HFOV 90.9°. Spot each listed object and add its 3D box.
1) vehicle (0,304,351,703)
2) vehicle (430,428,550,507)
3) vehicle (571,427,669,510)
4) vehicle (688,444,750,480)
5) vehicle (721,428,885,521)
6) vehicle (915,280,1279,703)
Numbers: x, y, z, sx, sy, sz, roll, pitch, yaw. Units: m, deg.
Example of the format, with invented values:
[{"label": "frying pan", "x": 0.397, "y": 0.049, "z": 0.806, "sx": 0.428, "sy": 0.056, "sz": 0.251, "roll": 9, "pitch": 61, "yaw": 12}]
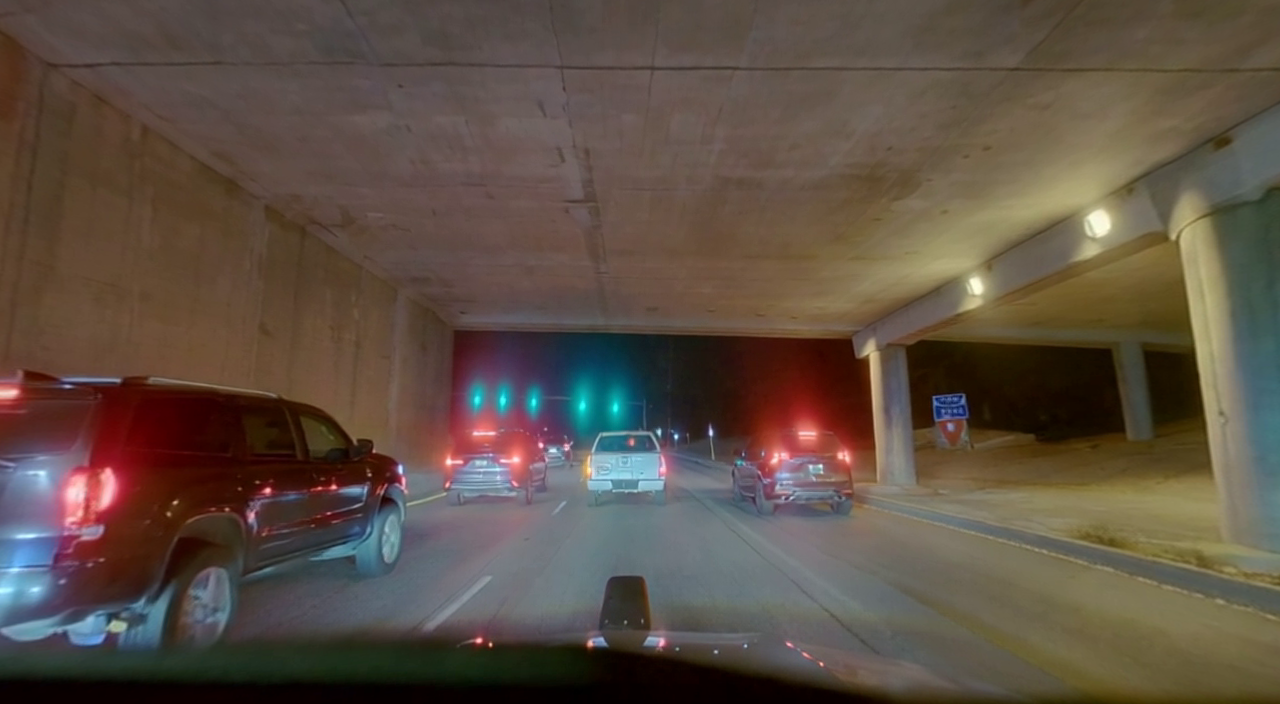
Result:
[{"label": "vehicle", "x": -3.461, "y": 0.808, "z": 2.887, "sx": 2.074, "sy": 1.814, "sz": 4.596, "roll": 0, "pitch": -8, "yaw": 0}, {"label": "vehicle", "x": -3.616, "y": 2.859, "z": 16.046, "sx": 2.127, "sy": 1.720, "sz": 4.064, "roll": 0, "pitch": -8, "yaw": -2}, {"label": "vehicle", "x": -0.481, "y": 2.773, "z": 15.443, "sx": 2.097, "sy": 1.748, "sz": 3.794, "roll": 0, "pitch": -8, "yaw": -1}, {"label": "vehicle", "x": 3.382, "y": 4.774, "z": 27.650, "sx": 2.026, "sy": 1.457, "sz": 3.969, "roll": 0, "pitch": -8, "yaw": -3}, {"label": "vehicle", "x": 3.412, "y": 2.693, "z": 14.550, "sx": 2.234, "sy": 1.720, "sz": 5.378, "roll": 0, "pitch": -8, "yaw": -1}, {"label": "vehicle", "x": 3.710, "y": 0.836, "z": 3.289, "sx": 2.401, "sy": 1.968, "sz": 4.841, "roll": 0, "pitch": -8, "yaw": 1}]
